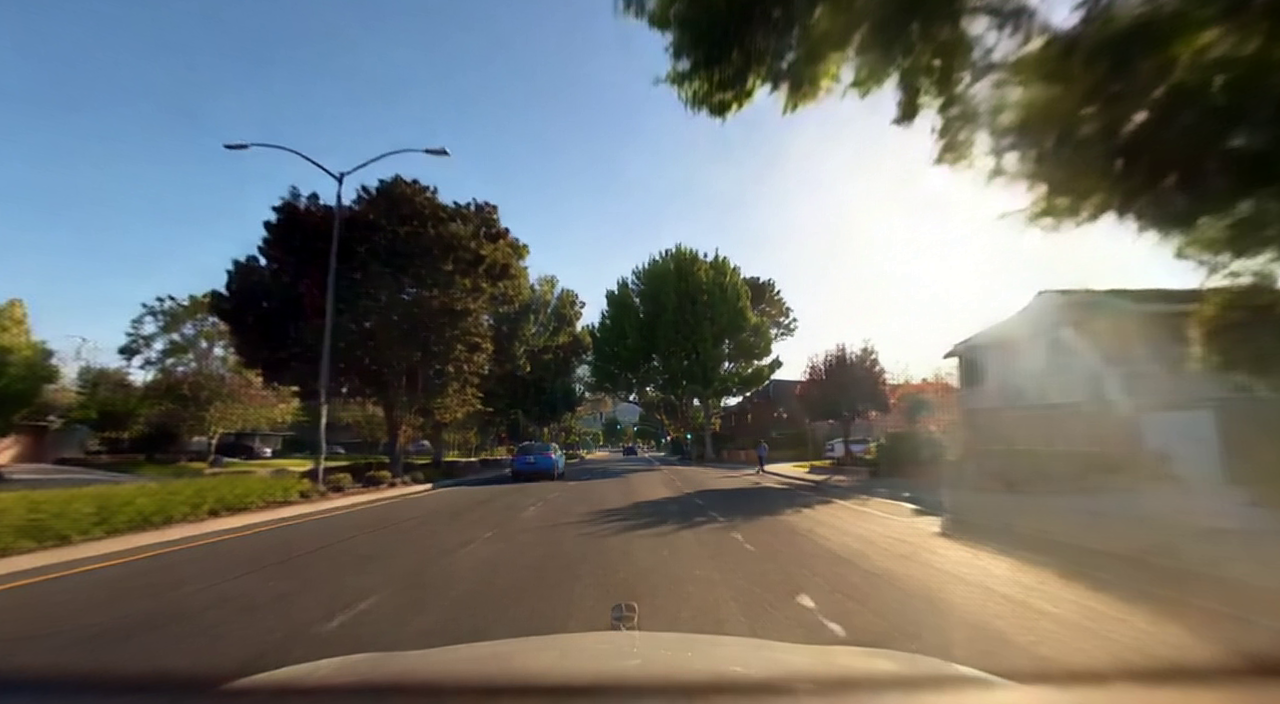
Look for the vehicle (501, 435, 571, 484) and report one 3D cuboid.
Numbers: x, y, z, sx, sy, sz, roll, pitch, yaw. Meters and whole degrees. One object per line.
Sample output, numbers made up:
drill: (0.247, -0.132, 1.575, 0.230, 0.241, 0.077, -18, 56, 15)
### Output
vehicle: (-3.999, 4.183, 24.962, 1.993, 1.733, 4.262, 0, -8, 1)
